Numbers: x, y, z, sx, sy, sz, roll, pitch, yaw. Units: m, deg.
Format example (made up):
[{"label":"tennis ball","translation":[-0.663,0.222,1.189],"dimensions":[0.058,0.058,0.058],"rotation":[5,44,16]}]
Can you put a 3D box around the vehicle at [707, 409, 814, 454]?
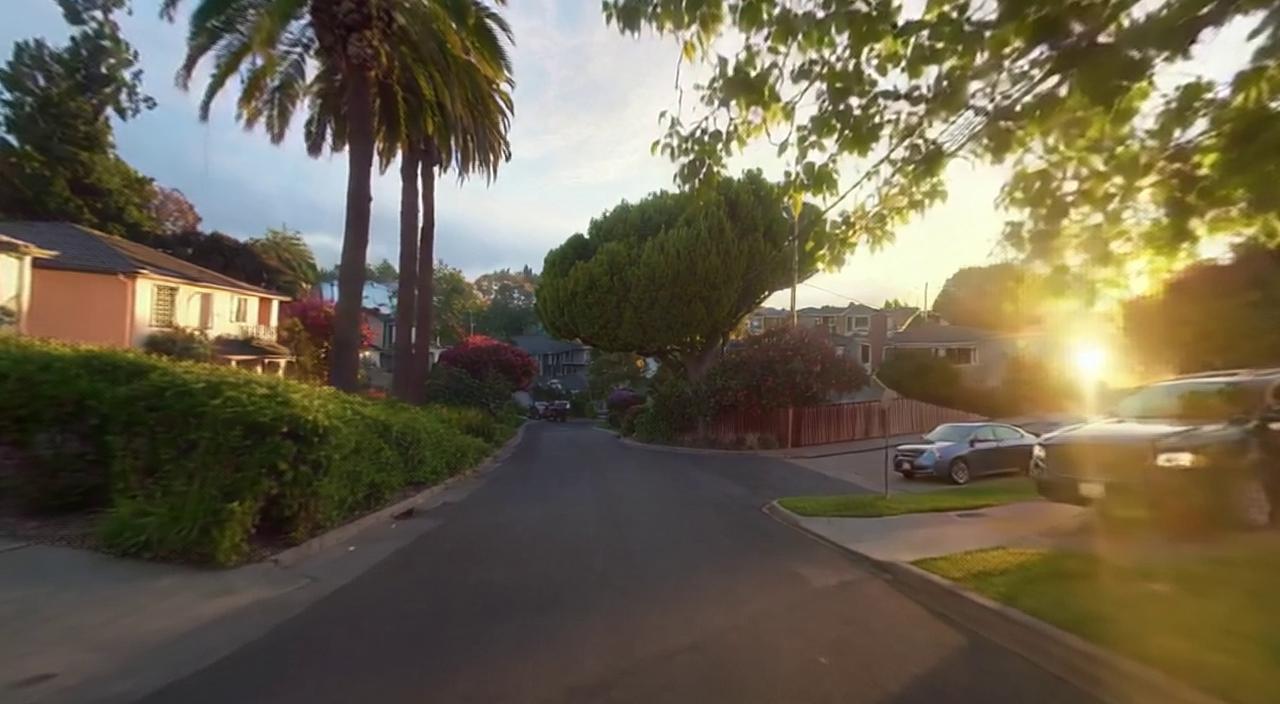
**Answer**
[{"label":"vehicle","translation":[6.707,4.453,34.811],"dimensions":[5.663,1.913,2.170],"rotation":[9,-13,-27]}]

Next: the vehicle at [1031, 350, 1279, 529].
[{"label":"vehicle","translation":[9.860,1.372,9.907],"dimensions":[6.615,2.137,2.578],"rotation":[3,-9,-20]}]

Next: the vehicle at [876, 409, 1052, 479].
[{"label":"vehicle","translation":[10.041,2.856,19.629],"dimensions":[4.443,1.948,2.230],"rotation":[1,-10,-18]}]
